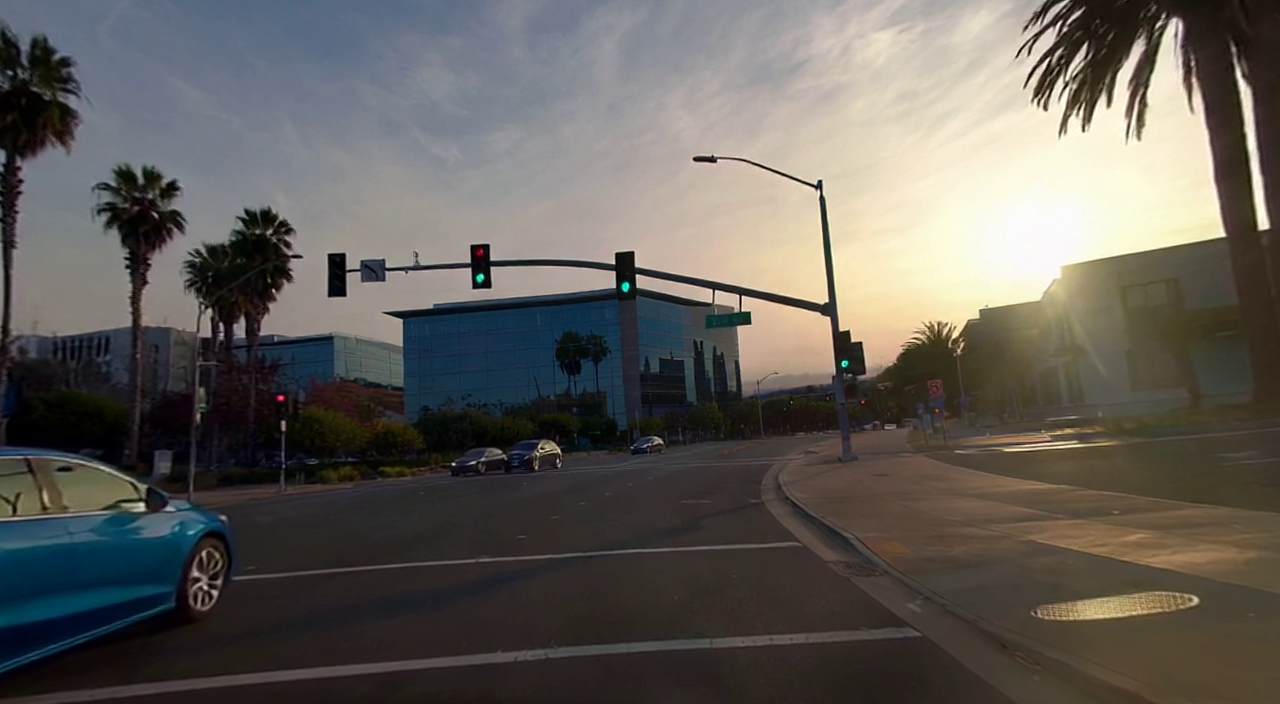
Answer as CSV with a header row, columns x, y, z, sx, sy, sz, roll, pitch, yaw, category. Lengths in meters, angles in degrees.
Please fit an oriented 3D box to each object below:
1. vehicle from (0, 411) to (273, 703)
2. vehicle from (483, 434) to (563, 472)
x,y,z,sx,sy,sz,roll,pitch,yaw,category
-3.322,0.871,1.640,2.071,1.482,4.446,0,-9,0,vehicle
-5.863,5.162,32.370,2.181,1.792,4.648,-3,-9,16,vehicle
